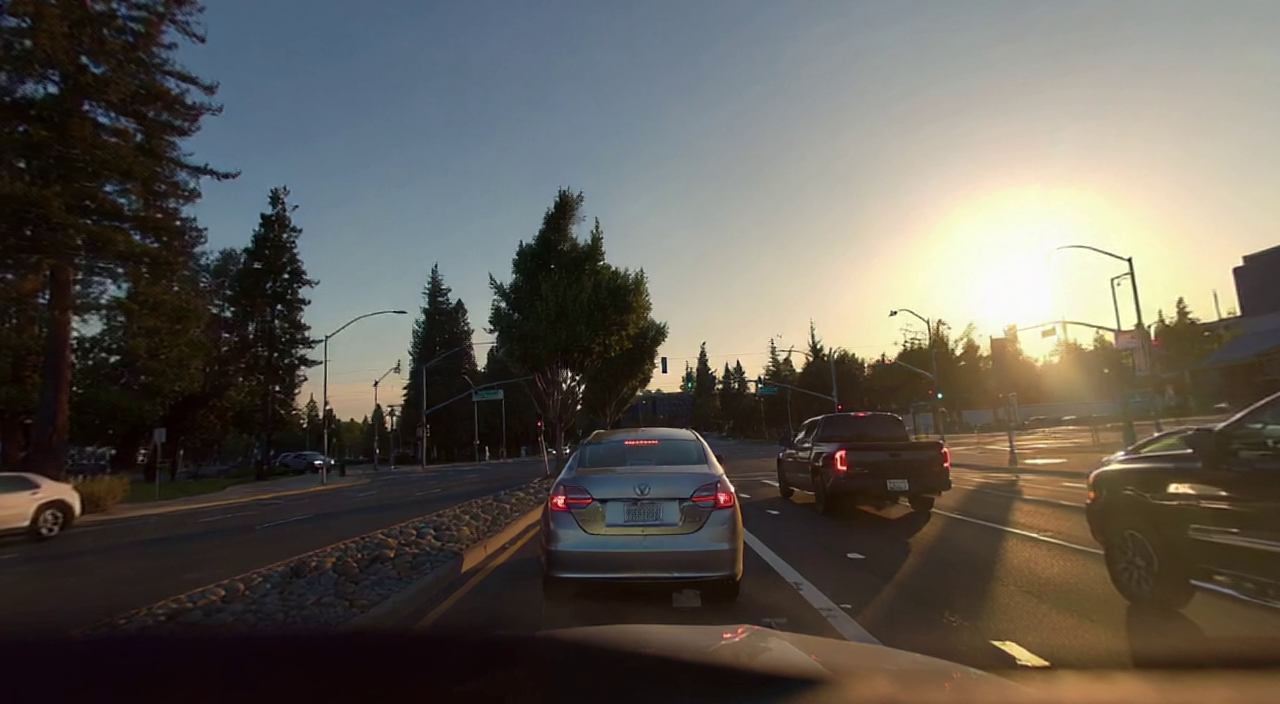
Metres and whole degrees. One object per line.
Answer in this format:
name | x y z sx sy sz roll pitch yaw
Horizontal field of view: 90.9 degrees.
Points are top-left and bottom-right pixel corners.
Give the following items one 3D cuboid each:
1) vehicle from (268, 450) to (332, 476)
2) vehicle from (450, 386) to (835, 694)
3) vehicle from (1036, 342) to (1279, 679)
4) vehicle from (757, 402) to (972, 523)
vehicle | -24.063 7.843 44.822 1.798 1.706 4.385 -1 -8 6
vehicle | -0.017 1.324 5.539 2.116 1.677 3.948 0 -8 -1
vehicle | 4.461 0.809 3.125 2.019 1.803 4.634 -1 -8 1
vehicle | 4.171 2.209 13.120 2.319 1.930 5.651 0 -8 -1
